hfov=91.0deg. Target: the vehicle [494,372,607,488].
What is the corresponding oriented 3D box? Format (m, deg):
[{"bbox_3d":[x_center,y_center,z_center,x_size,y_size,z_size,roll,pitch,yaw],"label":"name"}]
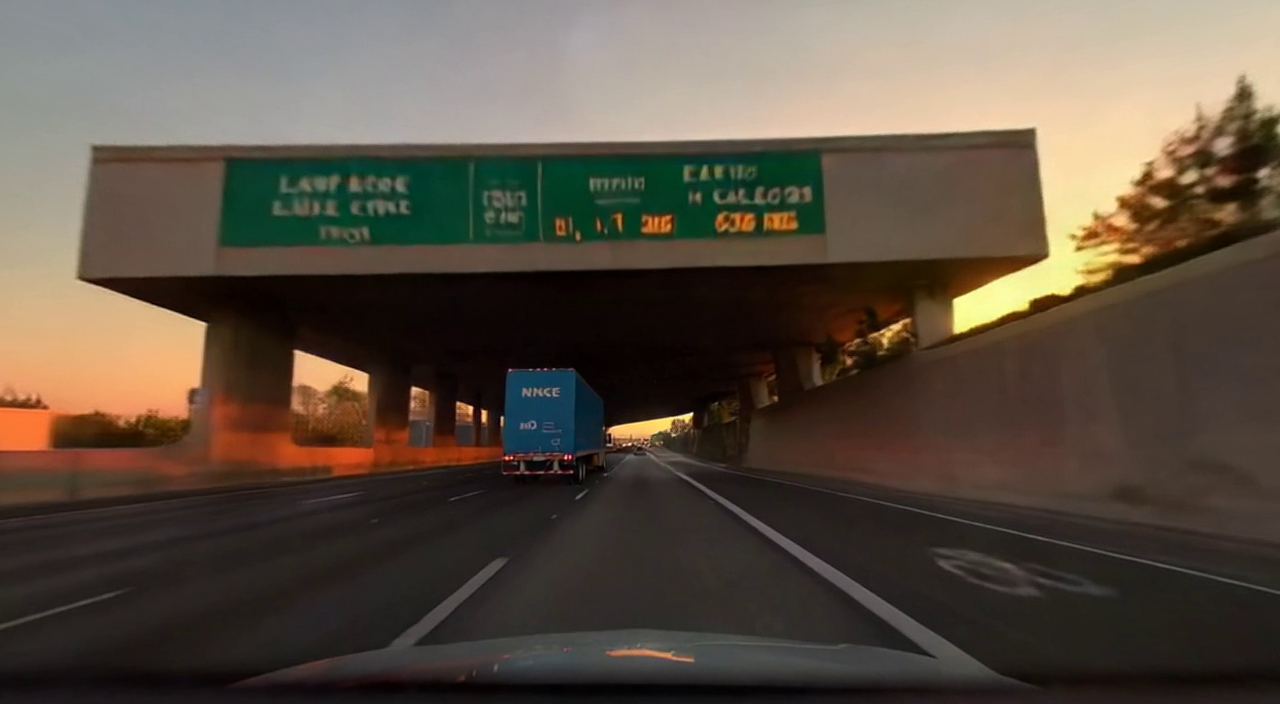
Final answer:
[{"bbox_3d":[-3.337,3.509,27.162,3.059,3.956,11.036,0,-9,1],"label":"vehicle"}]
